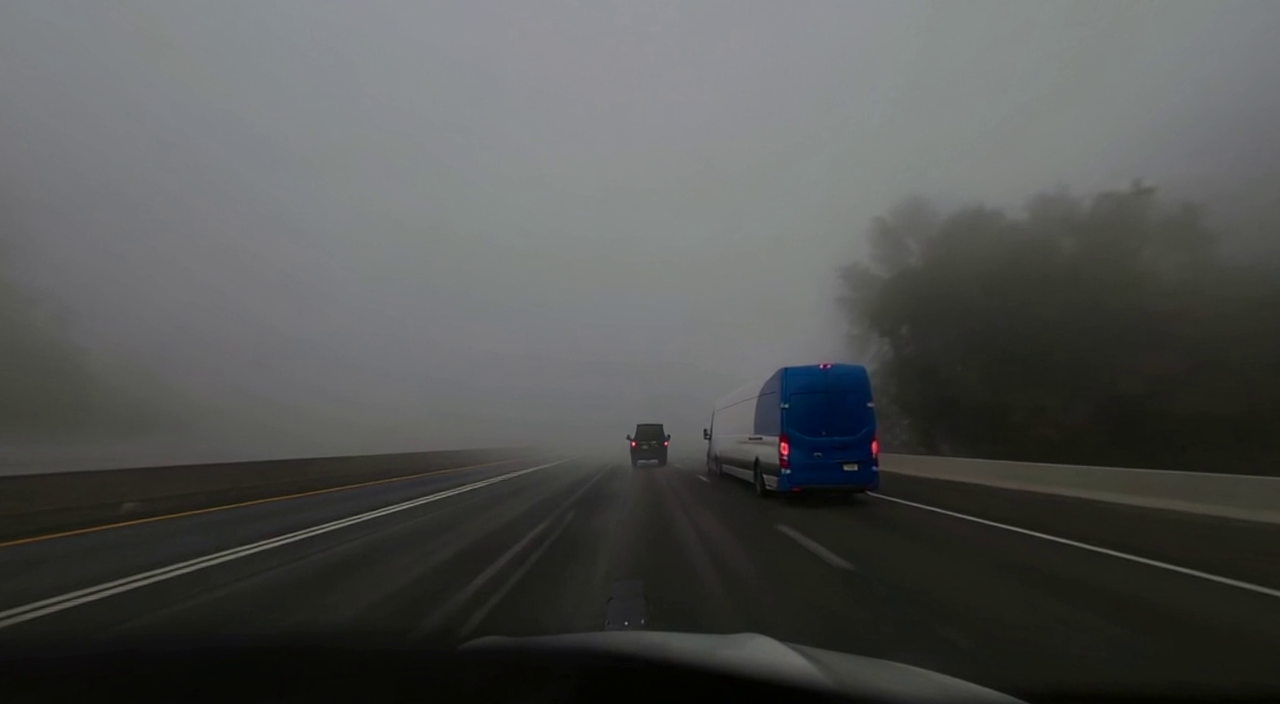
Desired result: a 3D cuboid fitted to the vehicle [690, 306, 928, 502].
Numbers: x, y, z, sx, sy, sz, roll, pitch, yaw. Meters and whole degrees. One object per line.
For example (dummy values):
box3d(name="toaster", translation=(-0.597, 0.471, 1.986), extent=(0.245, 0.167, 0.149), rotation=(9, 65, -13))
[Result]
box3d(name="vehicle", translation=(4.254, 2.263, 21.929), extent=(3.892, 4.216, 16.830), rotation=(0, -8, 1))

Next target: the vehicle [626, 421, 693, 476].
box3d(name="vehicle", translation=(0.757, 3.912, 25.645), extent=(2.469, 2.027, 4.554), rotation=(0, -8, 1))
